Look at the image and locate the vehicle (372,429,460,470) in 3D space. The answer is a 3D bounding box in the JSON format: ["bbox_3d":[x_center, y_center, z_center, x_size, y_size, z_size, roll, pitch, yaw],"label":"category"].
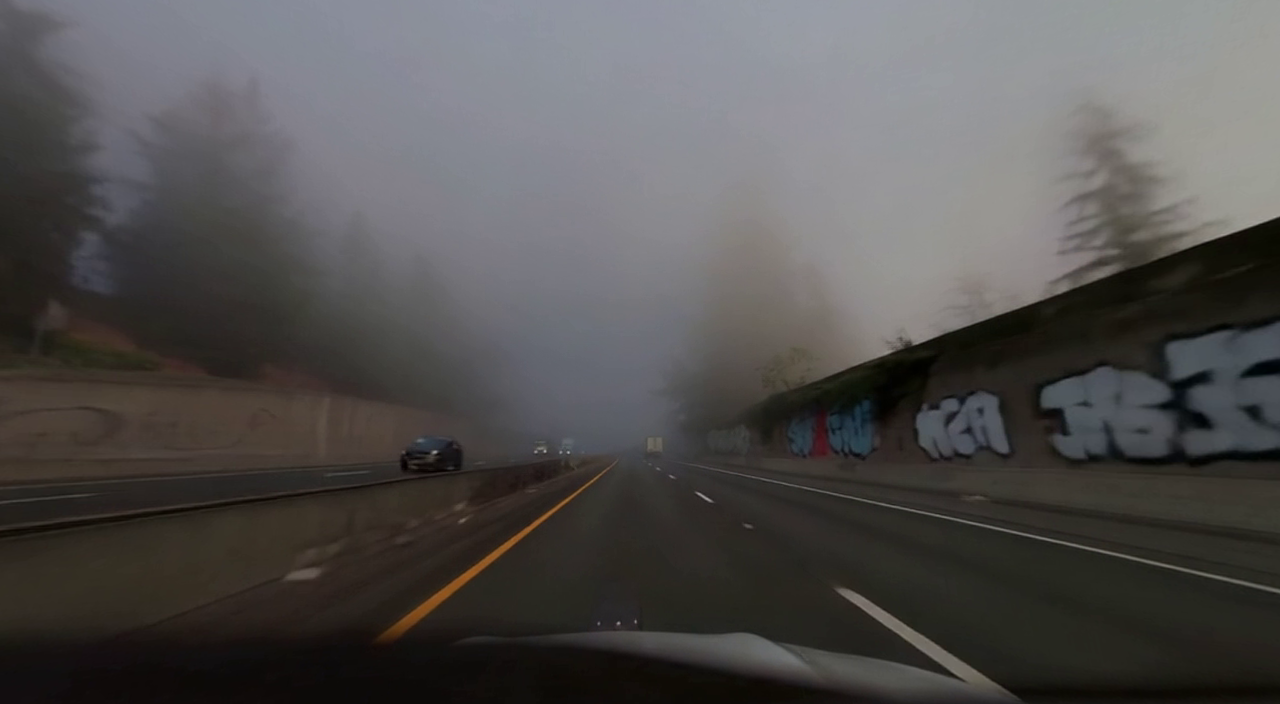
[{"bbox_3d":[-9.150,4.045,26.031,1.965,1.544,4.610,0,-9,0],"label":"vehicle"}]
